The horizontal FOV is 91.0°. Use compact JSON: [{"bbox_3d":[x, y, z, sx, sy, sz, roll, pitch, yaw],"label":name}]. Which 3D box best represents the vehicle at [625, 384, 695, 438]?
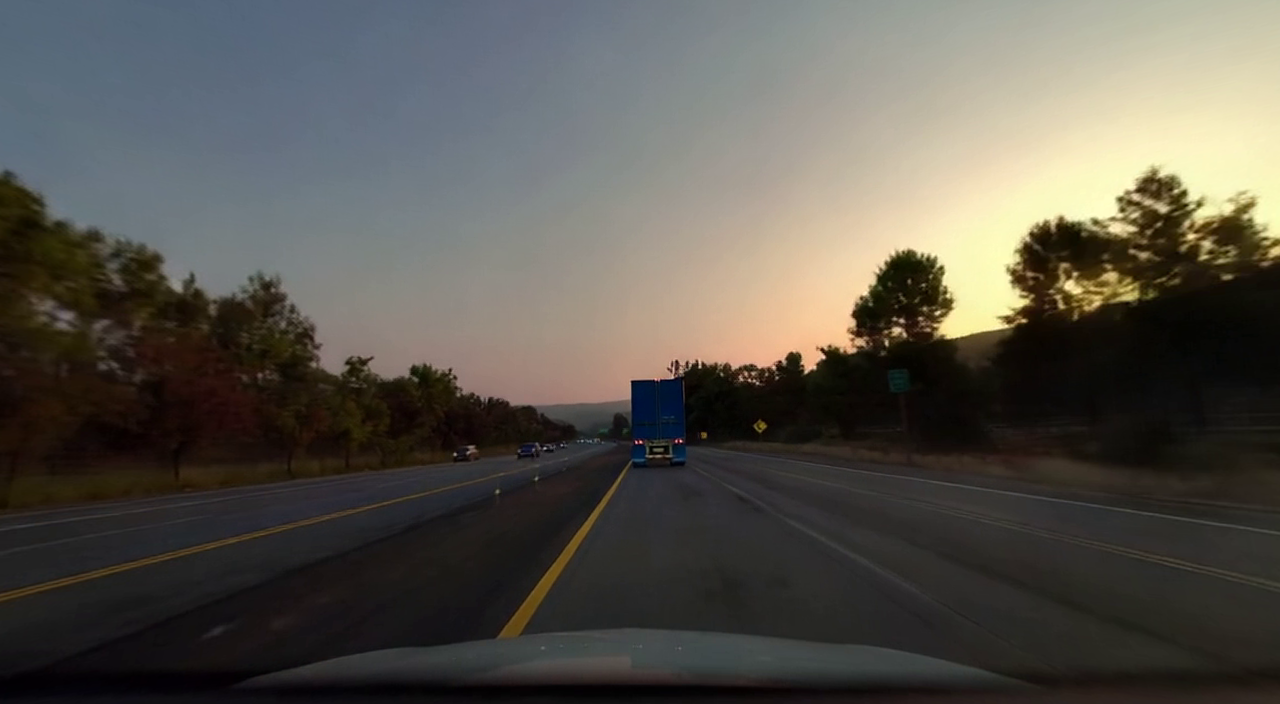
[{"bbox_3d":[0.660,2.459,25.244,2.509,1.890,4.732,0,-8,-2],"label":"vehicle"}]
